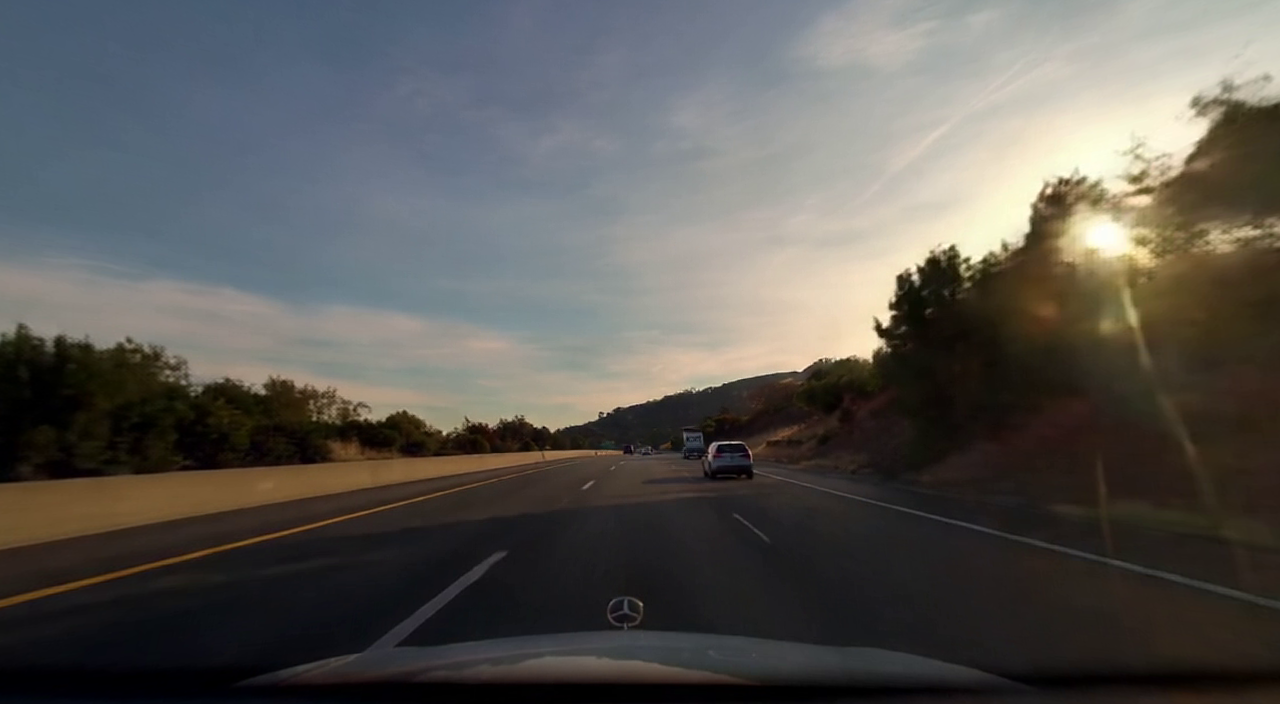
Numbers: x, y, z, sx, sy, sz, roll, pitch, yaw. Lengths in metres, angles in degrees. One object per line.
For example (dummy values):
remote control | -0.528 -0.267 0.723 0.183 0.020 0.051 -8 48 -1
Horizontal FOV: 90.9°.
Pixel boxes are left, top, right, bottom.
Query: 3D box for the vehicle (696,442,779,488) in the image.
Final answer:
vehicle | 3.365 4.005 22.701 2.193 1.462 4.533 0 -8 -1
